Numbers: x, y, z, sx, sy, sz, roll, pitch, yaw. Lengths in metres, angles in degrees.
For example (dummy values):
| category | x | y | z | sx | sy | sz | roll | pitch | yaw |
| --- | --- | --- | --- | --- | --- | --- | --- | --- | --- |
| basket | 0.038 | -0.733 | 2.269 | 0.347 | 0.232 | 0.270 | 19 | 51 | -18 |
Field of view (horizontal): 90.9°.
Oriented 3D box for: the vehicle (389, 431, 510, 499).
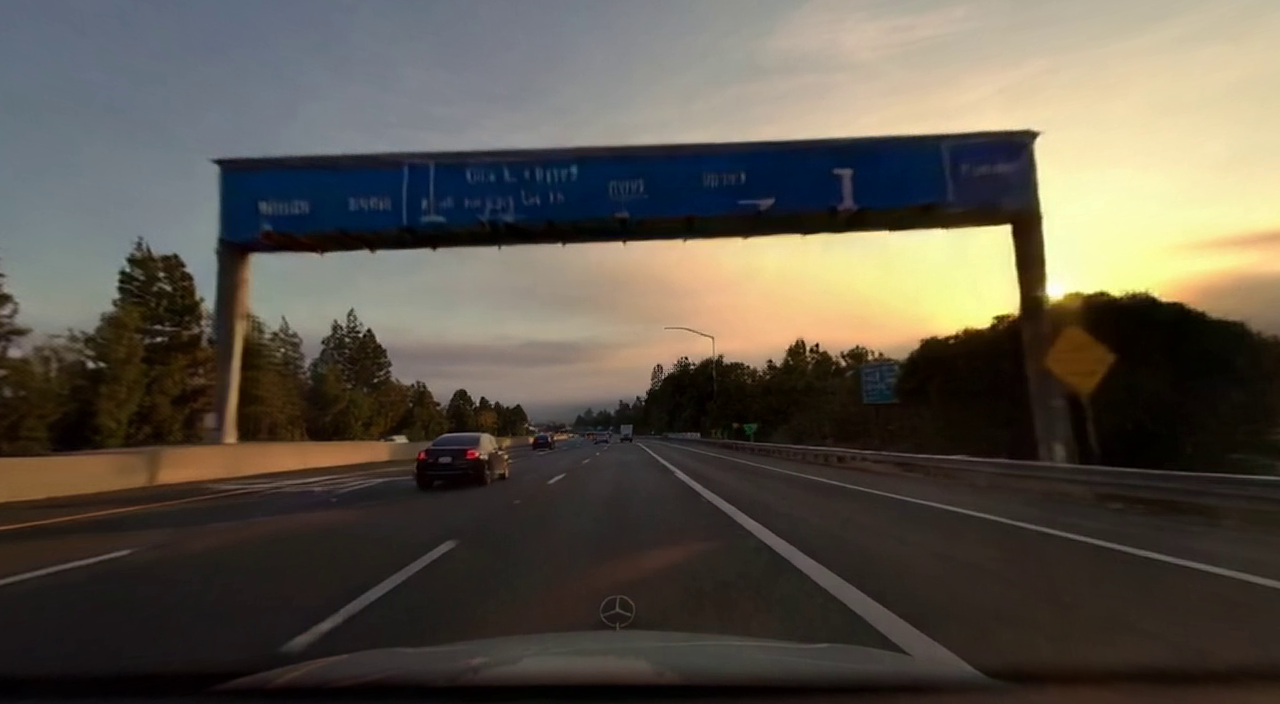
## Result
| category | x | y | z | sx | sy | sz | roll | pitch | yaw |
| --- | --- | --- | --- | --- | --- | --- | --- | --- | --- |
| vehicle | -4.619 | 2.756 | 15.857 | 1.912 | 1.495 | 3.703 | 0 | -8 | -1 |
